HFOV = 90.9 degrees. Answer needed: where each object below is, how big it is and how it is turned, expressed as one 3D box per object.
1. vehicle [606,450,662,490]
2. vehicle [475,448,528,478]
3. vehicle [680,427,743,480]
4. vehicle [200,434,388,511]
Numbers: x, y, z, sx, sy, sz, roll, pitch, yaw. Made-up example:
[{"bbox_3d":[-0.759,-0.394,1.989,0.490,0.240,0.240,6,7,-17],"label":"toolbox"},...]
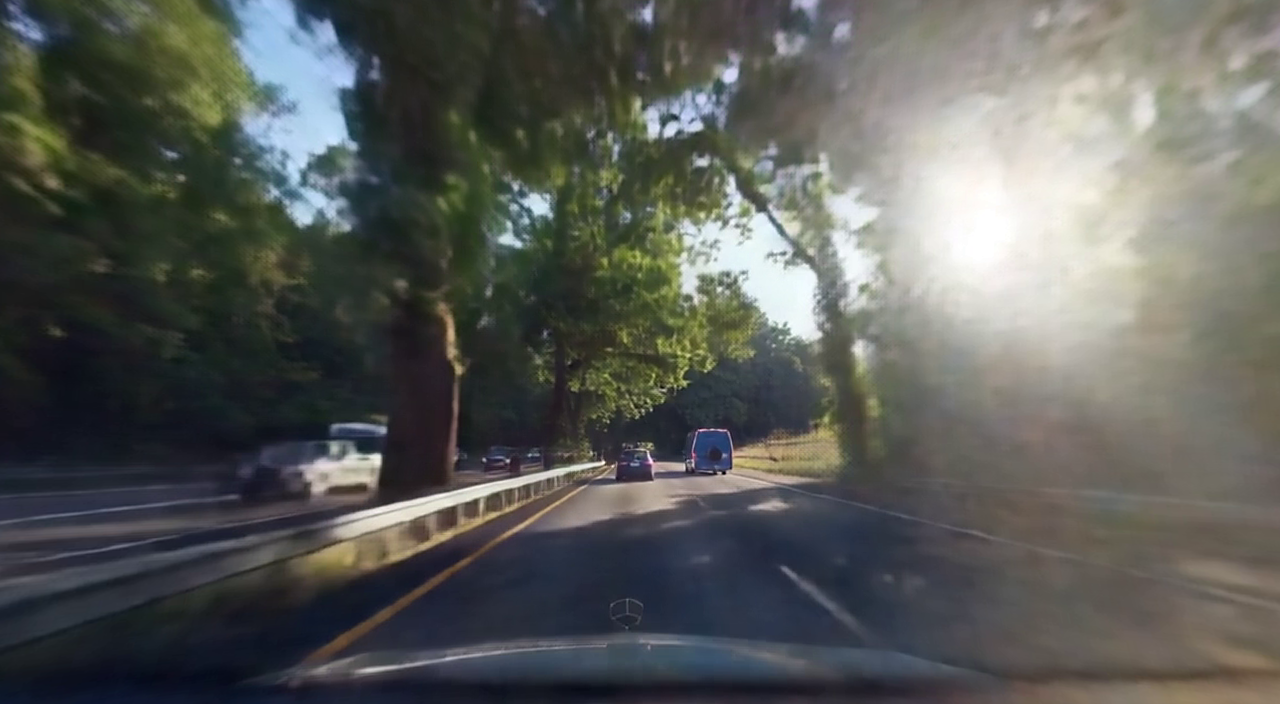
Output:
[{"bbox_3d":[-0.246,4.614,24.976,2.037,1.417,3.885,0,-9,0],"label":"vehicle"},{"bbox_3d":[-7.505,6.054,34.656,1.926,1.492,4.272,0,-9,0],"label":"vehicle"},{"bbox_3d":[3.725,5.492,34.225,2.513,2.633,5.930,0,-9,-2],"label":"vehicle"},{"bbox_3d":[-7.503,2.644,14.210,1.911,1.461,3.984,0,-9,1],"label":"vehicle"}]
